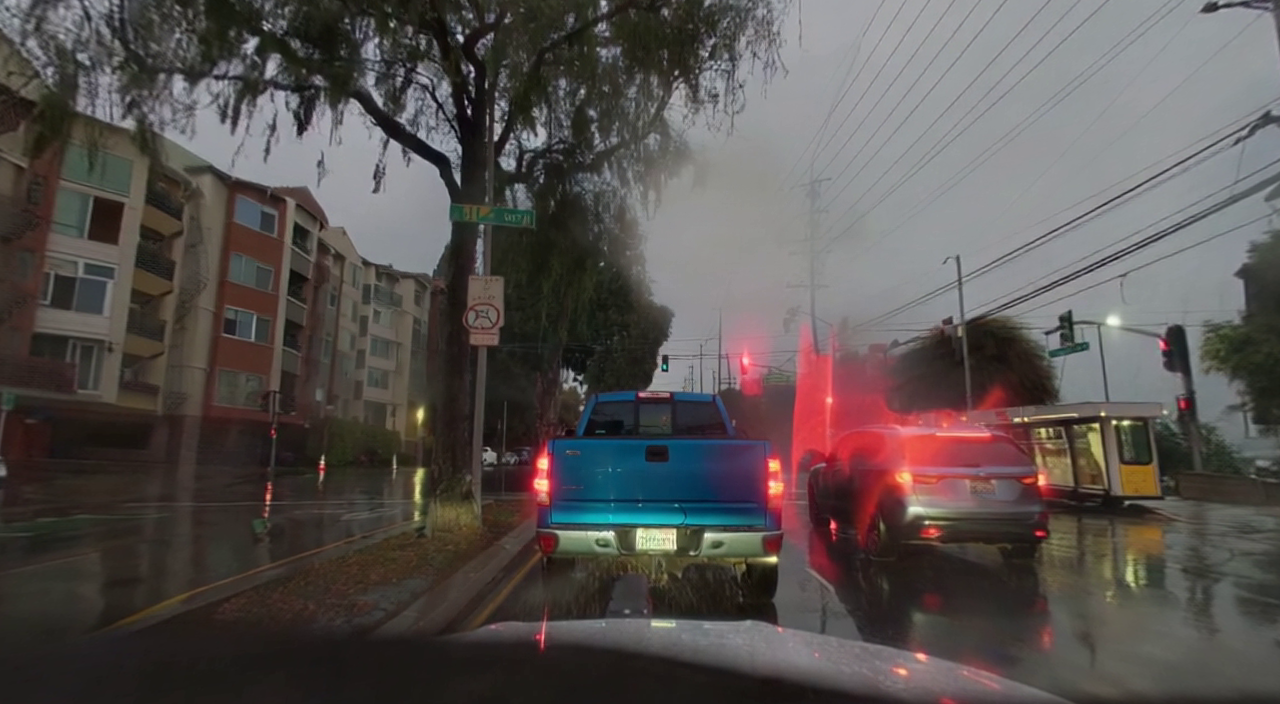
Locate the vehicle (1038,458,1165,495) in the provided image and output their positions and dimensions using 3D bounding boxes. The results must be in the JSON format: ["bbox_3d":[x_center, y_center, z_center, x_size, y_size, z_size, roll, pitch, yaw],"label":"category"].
[{"bbox_3d":[21.785,5.864,29.884,4.498,1.618,1.843,0,-8,0],"label":"vehicle"}]

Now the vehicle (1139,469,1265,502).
[{"bbox_3d":[26.396,6.266,29.699,4.071,1.388,1.884,0,-8,1],"label":"vehicle"}]

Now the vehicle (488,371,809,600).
[{"bbox_3d":[0.103,1.512,8.022,2.738,1.959,5.070,0,-8,1],"label":"vehicle"}]

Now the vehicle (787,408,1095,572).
[{"bbox_3d":[3.835,1.853,9.288,2.131,1.759,4.762,0,-8,0],"label":"vehicle"}]

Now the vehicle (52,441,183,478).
[{"bbox_3d":[-24.858,5.115,30.108,4.563,1.692,1.778,0,-8,-2],"label":"vehicle"}]
